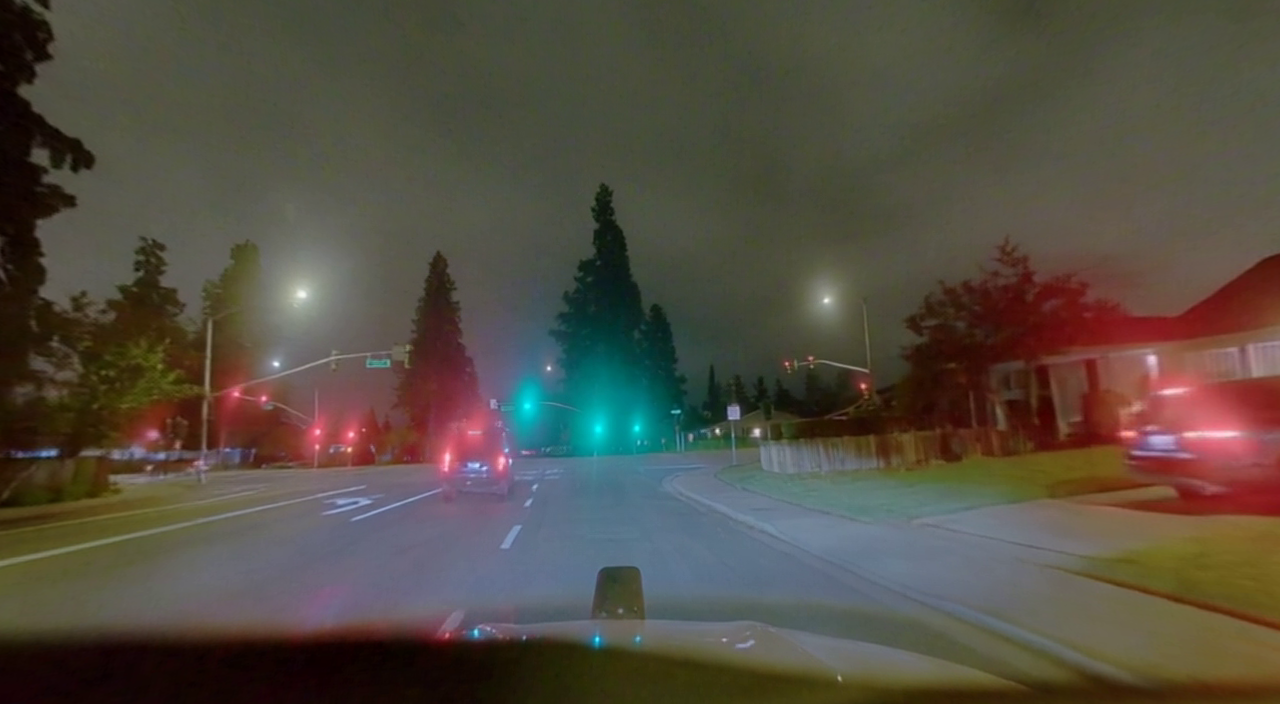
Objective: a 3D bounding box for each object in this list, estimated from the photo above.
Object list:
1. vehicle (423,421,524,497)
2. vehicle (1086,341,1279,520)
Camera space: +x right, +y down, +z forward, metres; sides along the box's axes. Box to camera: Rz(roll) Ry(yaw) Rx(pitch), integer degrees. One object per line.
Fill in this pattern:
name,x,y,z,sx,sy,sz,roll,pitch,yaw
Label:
vehicle,-4.510,3.000,17.880,2.041,1.834,4.679,1,-9,-6
vehicle,7.929,0.885,6.939,4.663,1.618,1.962,1,-9,-6
